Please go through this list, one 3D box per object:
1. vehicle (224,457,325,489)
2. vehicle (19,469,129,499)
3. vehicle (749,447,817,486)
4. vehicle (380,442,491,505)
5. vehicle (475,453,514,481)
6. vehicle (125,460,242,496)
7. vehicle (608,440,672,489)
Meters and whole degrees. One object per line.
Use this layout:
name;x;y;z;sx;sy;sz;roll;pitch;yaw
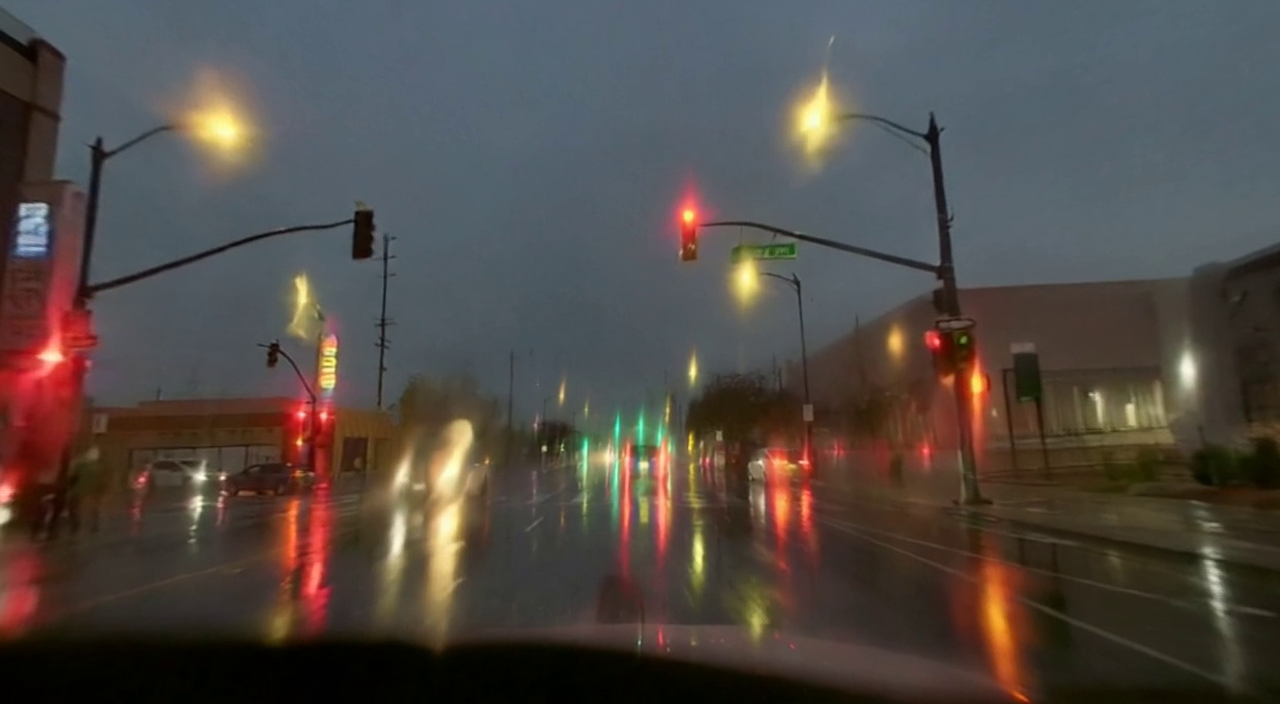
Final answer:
vehicle;-19.852;6.637;34.453;4.212;1.641;1.935;-1;-13;2
vehicle;-30.833;7.202;34.504;4.323;1.491;1.758;0;-9;2
vehicle;6.011;4.830;27.041;1.859;1.470;4.476;0;-8;0
vehicle;-5.988;3.567;19.082;1.918;1.679;4.209;0;-8;0
vehicle;-10.877;8.613;47.541;1.887;1.576;4.530;-4;-6;-1
vehicle;-24.827;6.865;34.483;4.794;1.825;2.056;0;-8;1
vehicle;-0.009;3.973;22.697;2.086;1.575;4.205;0;-8;0
